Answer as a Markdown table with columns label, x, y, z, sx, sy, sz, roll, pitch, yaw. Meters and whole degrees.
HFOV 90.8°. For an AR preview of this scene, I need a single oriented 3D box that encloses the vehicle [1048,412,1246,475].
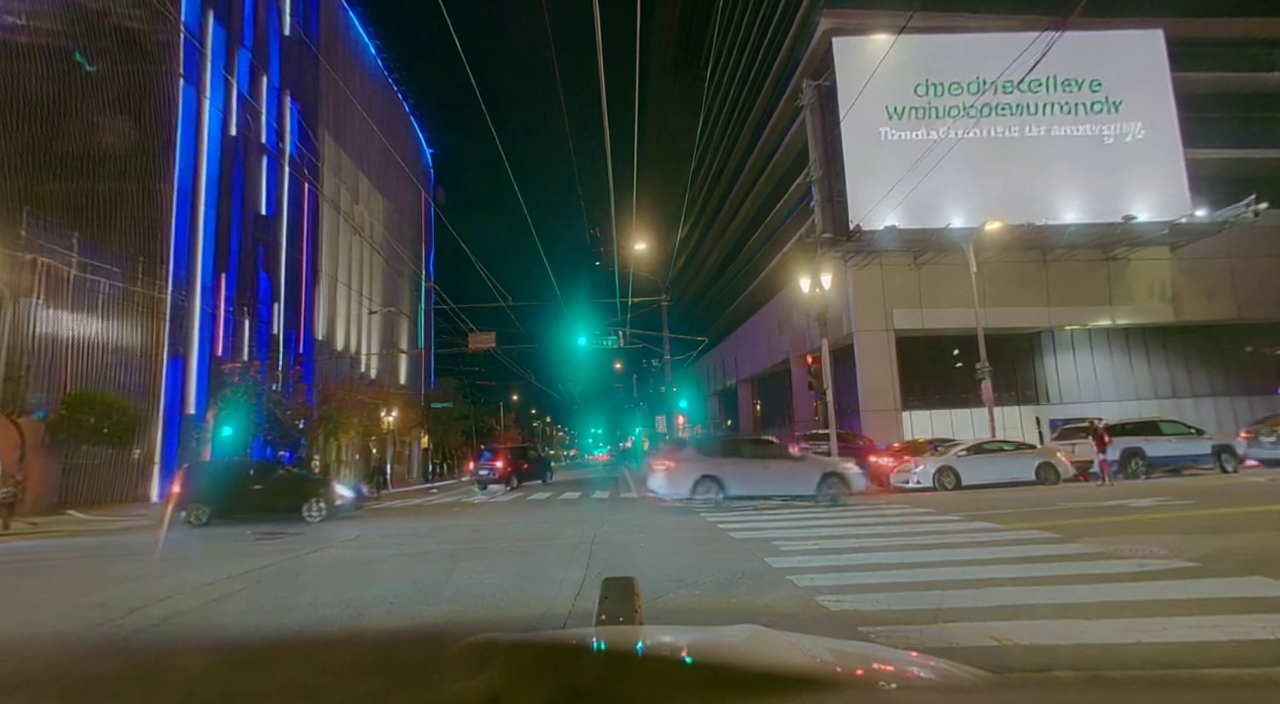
| label | x | y | z | sx | sy | sz | roll | pitch | yaw |
| --- | --- | --- | --- | --- | --- | --- | --- | --- | --- |
| vehicle | 16.755 | 3.046 | 21.070 | 4.944 | 1.946 | 1.952 | 0 | -8 | -3 |

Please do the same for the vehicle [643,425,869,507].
| label | x | y | z | sx | sy | sz | roll | pitch | yaw |
| --- | --- | --- | --- | --- | --- | --- | --- | --- | --- |
| vehicle | 2.514 | 2.640 | 14.560 | 4.629 | 1.696 | 2.098 | 1 | -12 | -7 |

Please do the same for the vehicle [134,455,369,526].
| label | x | y | z | sx | sy | sz | roll | pitch | yaw |
| --- | --- | --- | --- | --- | --- | --- | --- | --- | --- |
| vehicle | -9.682 | 3.456 | 16.092 | 4.637 | 1.624 | 1.927 | 0 | -8 | -3 |

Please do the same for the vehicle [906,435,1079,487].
| label | x | y | z | sx | sy | sz | roll | pitch | yaw |
| --- | --- | --- | --- | --- | --- | --- | --- | --- | --- |
| vehicle | 11.390 | 3.524 | 20.557 | 4.697 | 1.510 | 1.596 | 0 | -9 | -4 |

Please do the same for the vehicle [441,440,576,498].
| label | x | y | z | sx | sy | sz | roll | pitch | yaw |
| --- | --- | --- | --- | --- | --- | --- | --- | --- | --- |
| vehicle | -4.759 | 4.301 | 23.802 | 2.137 | 1.910 | 5.120 | -5 | -10 | 28 |
